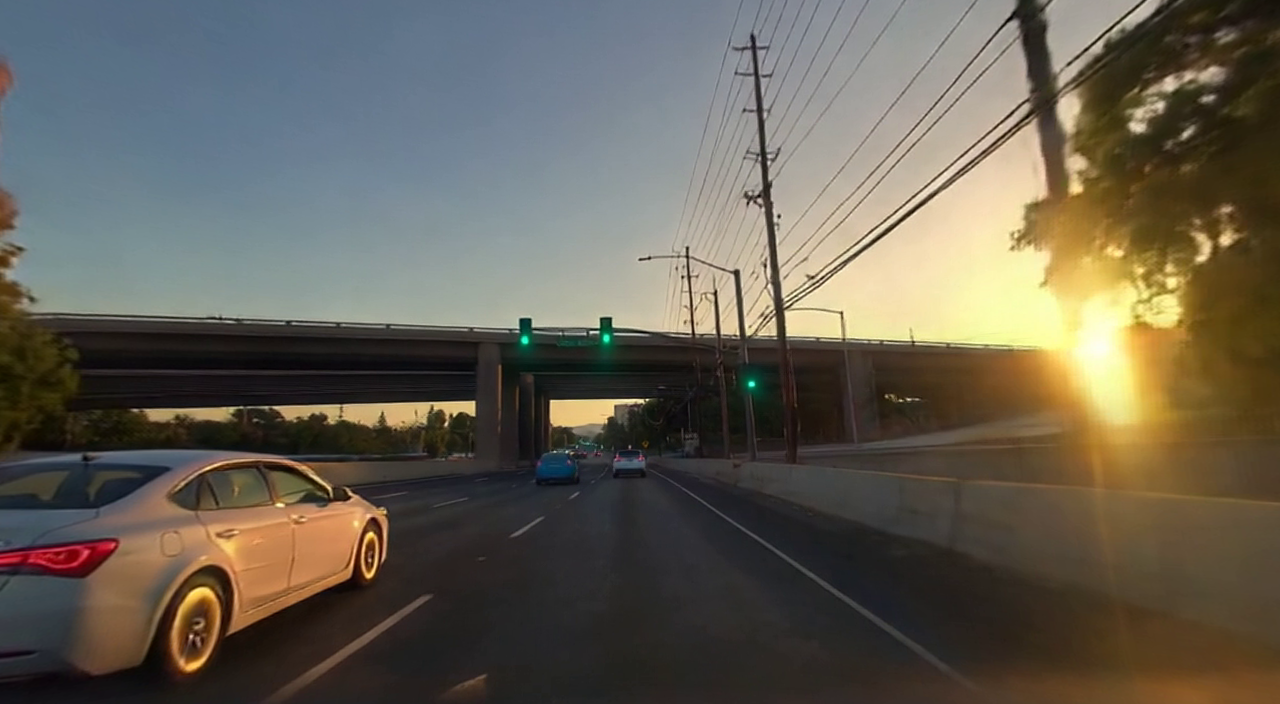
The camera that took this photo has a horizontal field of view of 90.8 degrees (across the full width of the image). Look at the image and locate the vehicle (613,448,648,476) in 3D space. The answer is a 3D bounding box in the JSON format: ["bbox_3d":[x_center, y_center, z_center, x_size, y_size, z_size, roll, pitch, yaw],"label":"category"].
[{"bbox_3d":[-0.603,6.679,38.473,1.985,1.565,3.968,0,-8,-2],"label":"vehicle"}]

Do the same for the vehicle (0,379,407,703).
[{"bbox_3d":[-3.529,1.259,4.730,1.925,1.666,4.271,0,-8,0],"label":"vehicle"}]

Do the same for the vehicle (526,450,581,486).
[{"bbox_3d":[-3.828,5.205,28.658,1.946,1.437,4.154,0,-8,0],"label":"vehicle"}]
